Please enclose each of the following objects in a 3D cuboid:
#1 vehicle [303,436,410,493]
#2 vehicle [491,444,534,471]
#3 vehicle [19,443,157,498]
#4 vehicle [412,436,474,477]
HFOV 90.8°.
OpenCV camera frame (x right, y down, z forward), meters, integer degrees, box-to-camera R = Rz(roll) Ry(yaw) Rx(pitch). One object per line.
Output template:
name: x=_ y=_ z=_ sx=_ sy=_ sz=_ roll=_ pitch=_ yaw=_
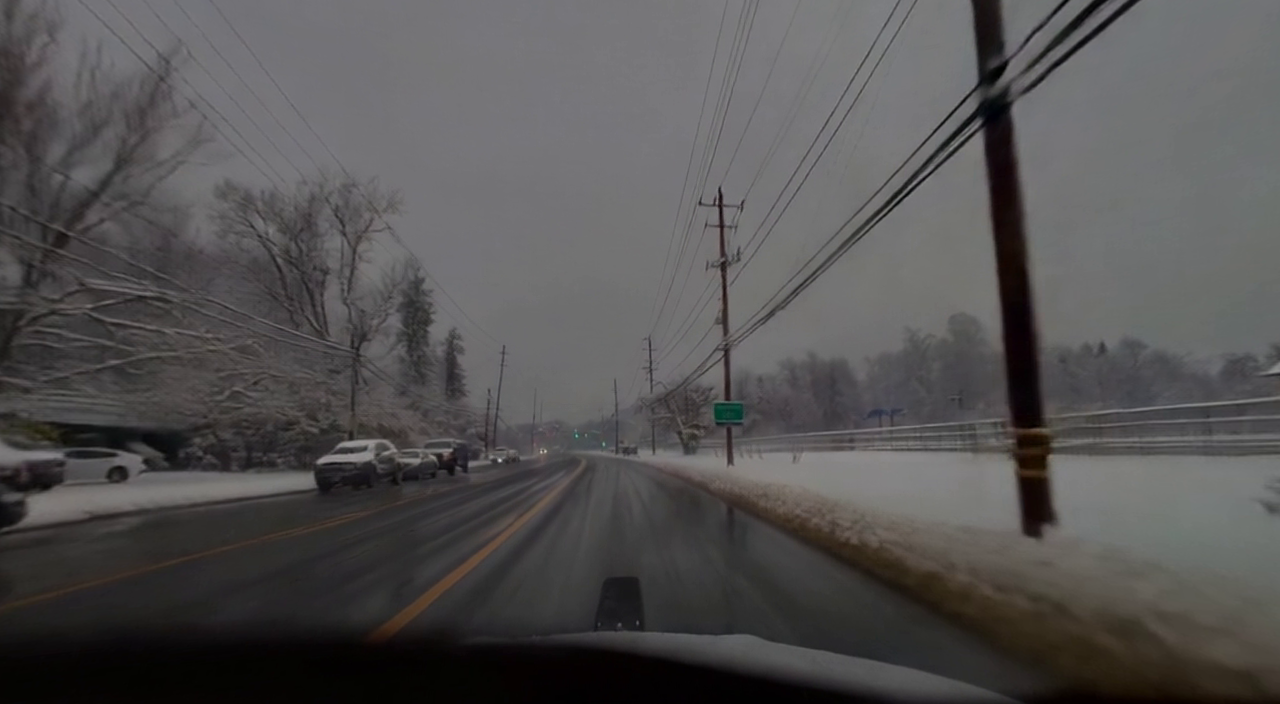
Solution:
vehicle: x=-10.427 y=4.149 z=23.734 sx=2.016 sy=1.872 sz=5.297 roll=1 pitch=-9 yaw=-6
vehicle: x=-7.677 y=6.395 z=38.384 sx=1.849 sy=1.512 sz=4.302 roll=0 pitch=-9 yaw=-2
vehicle: x=-17.924 y=3.869 z=20.812 sx=1.985 sy=1.455 sz=4.636 roll=0 pitch=-10 yaw=-23
vehicle: x=-11.182 y=5.992 z=36.298 sx=2.210 sy=2.025 sz=5.665 roll=-2 pitch=-9 yaw=-5
